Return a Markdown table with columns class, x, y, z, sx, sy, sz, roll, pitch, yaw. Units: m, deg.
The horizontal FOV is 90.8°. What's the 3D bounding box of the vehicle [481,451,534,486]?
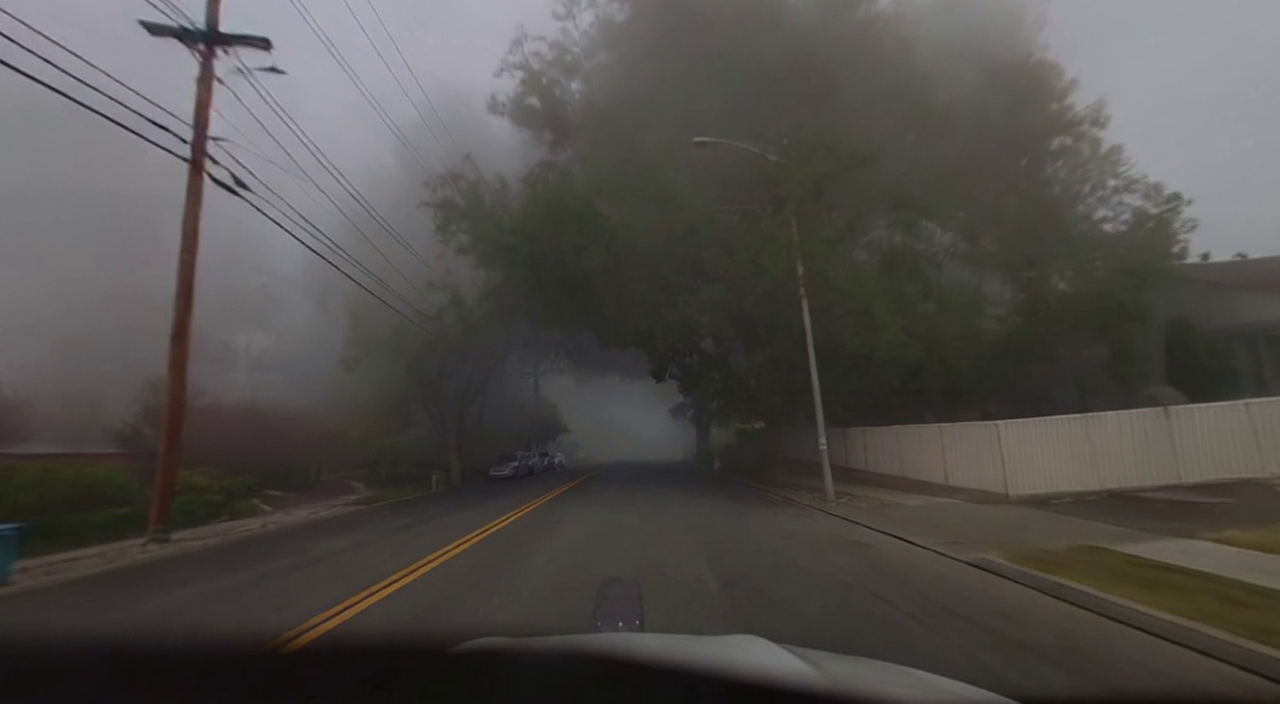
| class | x | y | z | sx | sy | sz | roll | pitch | yaw |
| --- | --- | --- | --- | --- | --- | --- | --- | --- | --- |
| vehicle | -7.274 | 6.411 | 35.143 | 1.869 | 1.442 | 4.344 | -9 | -8 | -1 |
